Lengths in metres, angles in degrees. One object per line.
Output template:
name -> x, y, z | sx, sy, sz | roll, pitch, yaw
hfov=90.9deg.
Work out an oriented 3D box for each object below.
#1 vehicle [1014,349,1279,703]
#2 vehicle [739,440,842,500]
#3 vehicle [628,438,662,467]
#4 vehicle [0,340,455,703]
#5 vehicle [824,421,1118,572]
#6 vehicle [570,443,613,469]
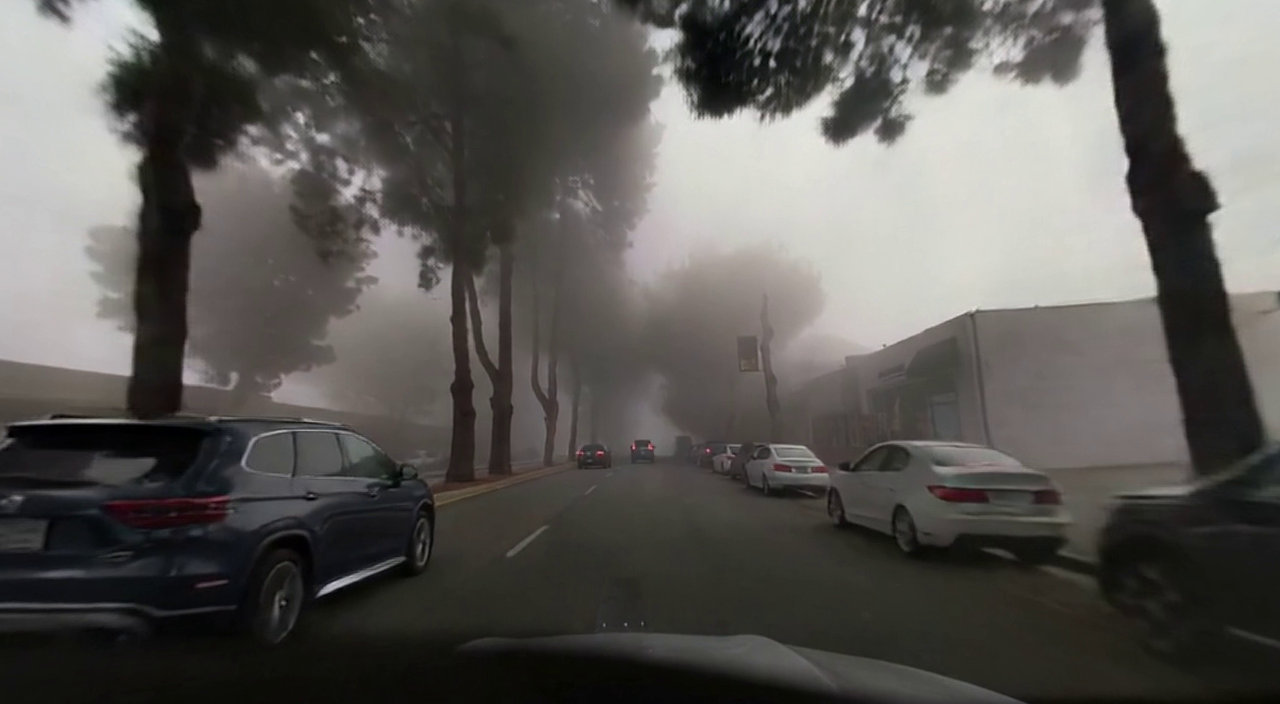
vehicle -> 4.131, 0.850, 2.709 | 2.068, 1.809, 4.889 | 0, -8, 1
vehicle -> 4.236, 3.369, 18.471 | 1.887, 1.517, 4.257 | 0, -8, -1
vehicle -> 0.315, 6.528, 41.096 | 2.075, 1.770, 4.018 | 0, -8, 0
vehicle -> -3.216, 1.144, 4.620 | 2.186, 1.708, 4.746 | 0, -8, 1
vehicle -> 4.325, 1.927, 9.186 | 1.940, 1.669, 4.142 | 0, -8, -1
vehicle -> -2.845, 6.230, 38.040 | 2.151, 1.484, 4.468 | 0, -8, 1
